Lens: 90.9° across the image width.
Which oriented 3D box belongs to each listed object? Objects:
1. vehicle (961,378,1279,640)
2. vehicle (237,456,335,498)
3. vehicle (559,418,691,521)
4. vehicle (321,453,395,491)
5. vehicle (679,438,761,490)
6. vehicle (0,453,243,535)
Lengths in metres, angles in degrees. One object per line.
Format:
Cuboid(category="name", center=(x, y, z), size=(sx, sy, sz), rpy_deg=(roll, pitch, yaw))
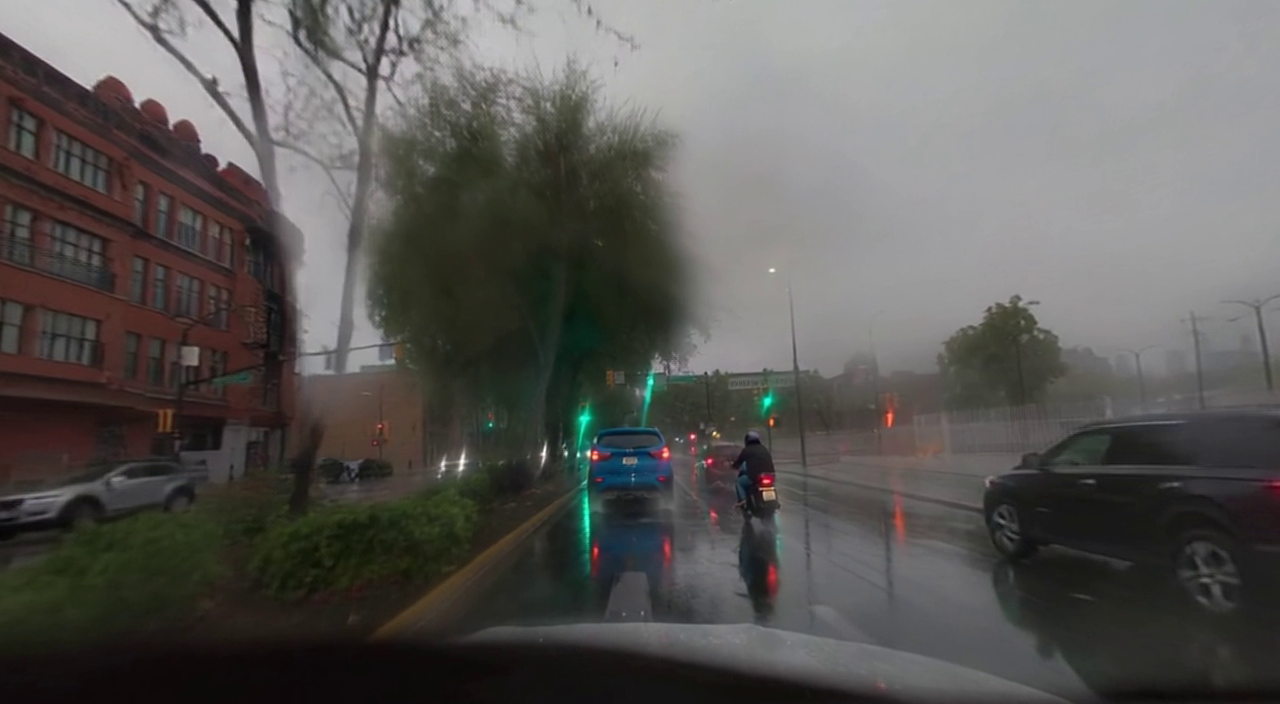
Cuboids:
Cuboid(category="vehicle", center=(5.249, 1.299, 5.885), size=(2.030, 1.709, 4.687), rpy_deg=(0, -9, 0))
Cuboid(category="vehicle", center=(-18.190, 6.410, 32.793), size=(2.134, 1.915, 5.317), rpy_deg=(0, -9, -2))
Cuboid(category="vehicle", center=(-0.256, 2.355, 13.041), size=(2.265, 1.748, 4.130), rpy_deg=(0, -9, 0))
Cuboid(category="vehicle", center=(-14.322, 6.096, 32.310), size=(1.926, 1.732, 4.635), rpy_deg=(0, -9, -4))
Cuboid(category="vehicle", center=(2.488, 3.631, 20.809), size=(2.101, 1.507, 4.355), rpy_deg=(0, -9, -1))
Cuboid(category="vehicle", center=(-13.659, 3.691, 17.230), size=(2.142, 1.826, 5.471), rpy_deg=(0, -9, -2))
